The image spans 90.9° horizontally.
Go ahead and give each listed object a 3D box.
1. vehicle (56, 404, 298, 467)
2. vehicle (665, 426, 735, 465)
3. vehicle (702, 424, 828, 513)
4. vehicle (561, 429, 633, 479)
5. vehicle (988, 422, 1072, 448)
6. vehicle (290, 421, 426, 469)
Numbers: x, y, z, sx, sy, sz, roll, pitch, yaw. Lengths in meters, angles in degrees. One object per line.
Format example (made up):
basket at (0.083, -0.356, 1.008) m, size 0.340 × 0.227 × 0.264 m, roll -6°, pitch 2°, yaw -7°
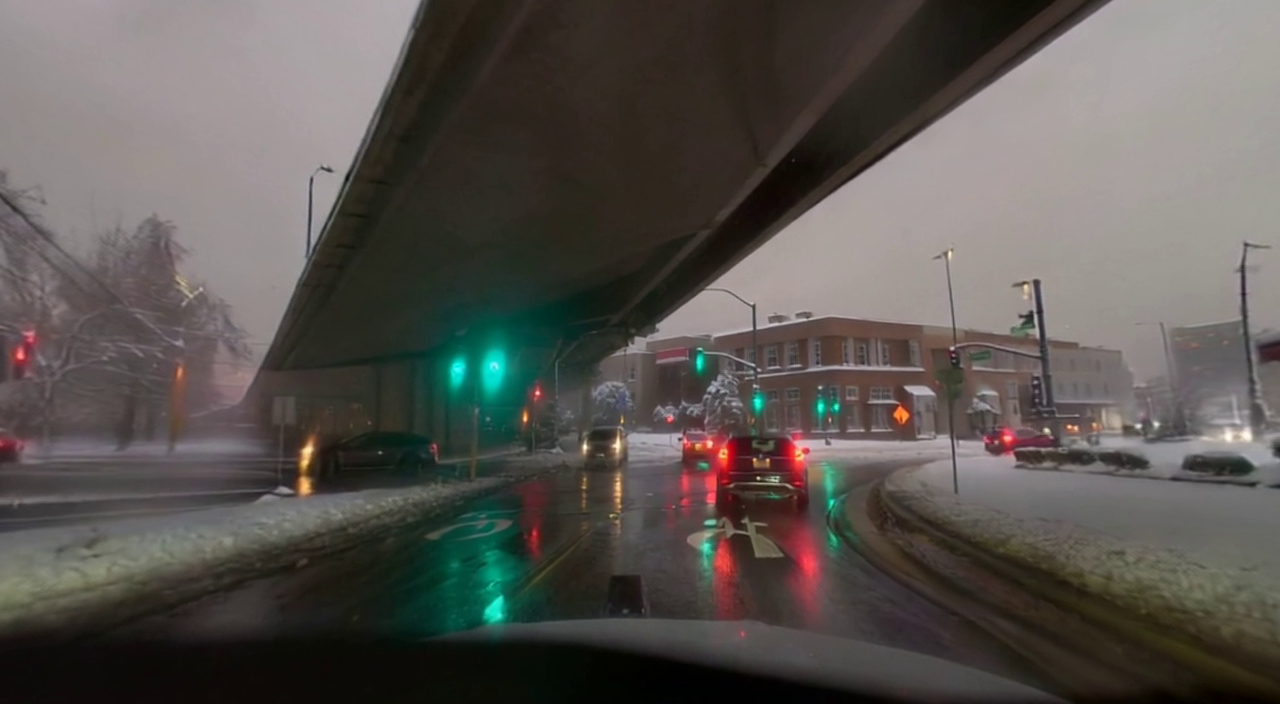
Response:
vehicle at (-31.291, 5.852, 44.223) m, size 3.136 × 3.659 × 13.988 m, roll -3°, pitch -8°, yaw 21°
vehicle at (2.452, 4.022, 27.167) m, size 2.332 × 1.543 × 4.730 m, roll 0°, pitch -8°, yaw -3°
vehicle at (2.487, 2.409, 13.543) m, size 2.195 × 1.571 × 4.353 m, roll -1°, pitch -8°, yaw 6°
vehicle at (-1.542, 3.471, 21.744) m, size 2.214 × 1.519 × 4.704 m, roll 1°, pitch -8°, yaw -6°
vehicle at (25.008, 5.344, 40.442) m, size 4.755 × 1.623 × 2.290 m, roll 4°, pitch -9°, yaw -25°
vehicle at (-11.972, 3.987, 27.075) m, size 4.761 × 1.930 × 2.175 m, roll 0°, pitch -8°, yaw -3°
